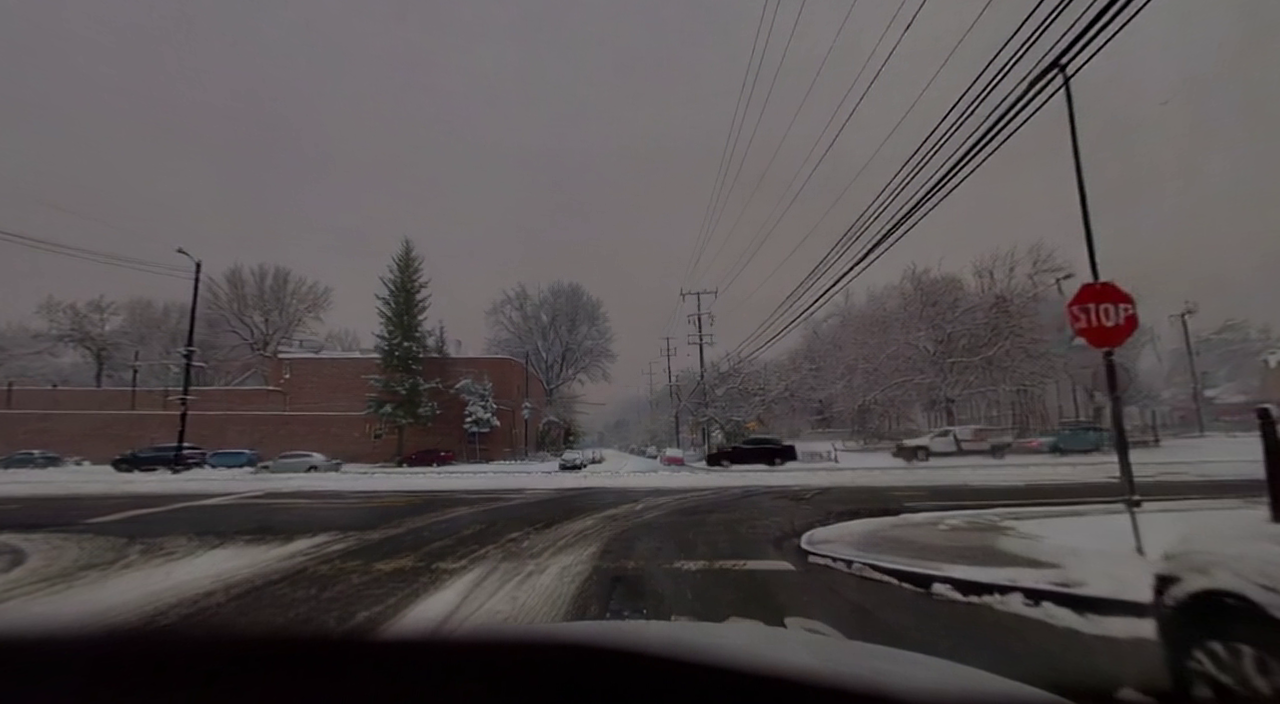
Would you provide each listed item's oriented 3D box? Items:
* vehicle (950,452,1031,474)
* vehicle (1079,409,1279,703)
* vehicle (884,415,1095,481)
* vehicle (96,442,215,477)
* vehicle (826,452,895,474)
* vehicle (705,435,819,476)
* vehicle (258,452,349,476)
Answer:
[{"bbox_3d":[23.437,7.438,42.250,4.400,1.419,1.711,0,-9,-3],"label":"vehicle"},{"bbox_3d":[3.597,0.779,1.162,2.041,1.495,4.815,0,-9,-1],"label":"vehicle"},{"bbox_3d":[25.590,7.087,46.521,14.239,4.056,2.970,3,-8,-4],"label":"vehicle"},{"bbox_3d":[-26.180,5.821,34.192,4.689,1.803,1.958,0,-9,-2],"label":"vehicle"},{"bbox_3d":[17.012,8.565,48.773,4.612,1.612,1.885,1,-8,-4],"label":"vehicle"},{"bbox_3d":[6.025,5.177,31.672,5.213,1.960,2.099,0,-9,-3],"label":"vehicle"},{"bbox_3d":[-21.836,7.271,41.046,4.869,1.517,1.819,0,-9,-2],"label":"vehicle"}]
